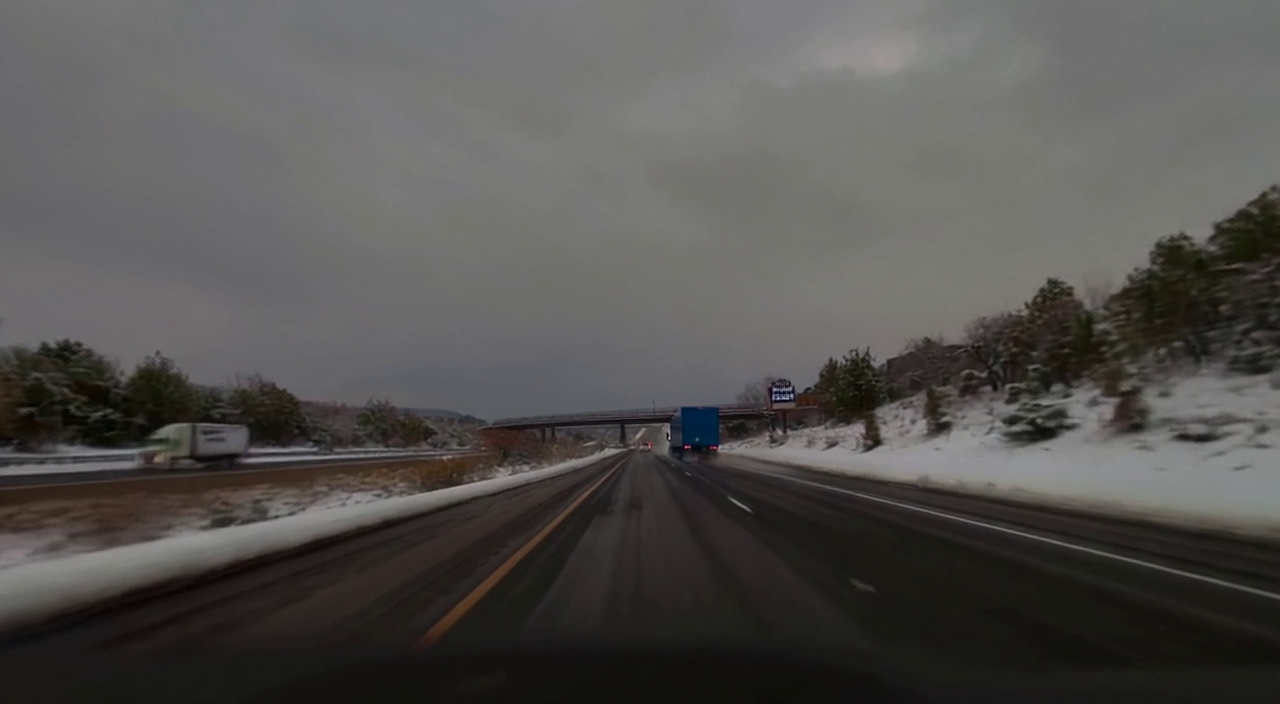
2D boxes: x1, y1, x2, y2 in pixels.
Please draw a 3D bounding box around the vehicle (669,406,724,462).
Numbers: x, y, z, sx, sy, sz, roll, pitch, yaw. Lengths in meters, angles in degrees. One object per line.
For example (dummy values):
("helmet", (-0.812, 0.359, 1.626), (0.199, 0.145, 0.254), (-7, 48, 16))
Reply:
("vehicle", (4.083, 6.326, 48.027), (3.024, 3.834, 10.128), (0, -8, -1))
